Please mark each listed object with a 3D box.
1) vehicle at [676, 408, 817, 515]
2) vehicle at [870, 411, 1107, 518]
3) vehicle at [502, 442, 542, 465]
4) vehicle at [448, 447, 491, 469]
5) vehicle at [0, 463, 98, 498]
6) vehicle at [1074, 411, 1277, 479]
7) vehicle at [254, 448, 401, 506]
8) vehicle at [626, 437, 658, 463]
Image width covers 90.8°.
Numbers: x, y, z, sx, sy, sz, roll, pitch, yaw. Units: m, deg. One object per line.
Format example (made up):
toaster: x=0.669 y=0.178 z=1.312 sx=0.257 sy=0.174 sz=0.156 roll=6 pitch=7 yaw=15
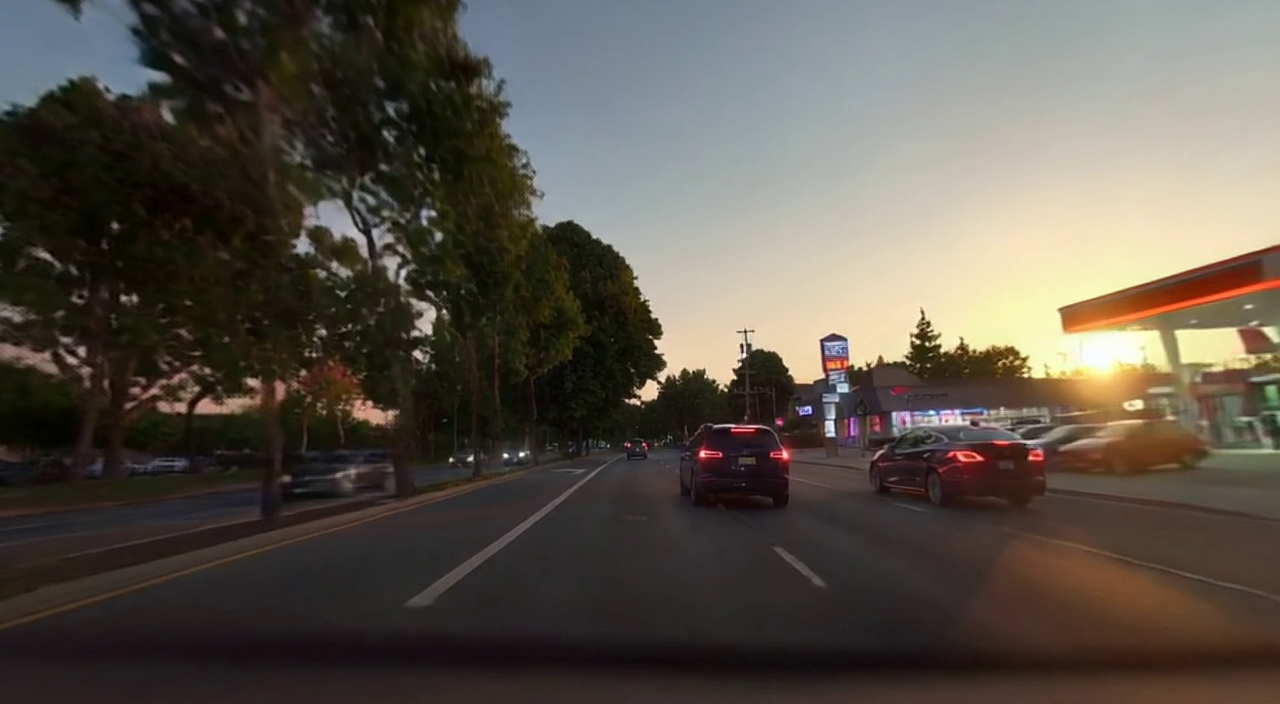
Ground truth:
vehicle: x=2.086 y=2.337 z=13.969 sx=2.038 sy=1.917 sz=4.900 roll=0 pitch=-8 yaw=-3
vehicle: x=6.660 y=2.210 z=12.884 sx=2.025 sy=1.765 sz=4.729 roll=0 pitch=-8 yaw=-1
vehicle: x=-8.988 y=7.745 z=48.447 sx=2.044 sy=1.695 sz=4.503 roll=0 pitch=-8 yaw=2
vehicle: x=-12.348 y=7.675 z=46.013 sx=1.868 sy=1.496 sz=4.390 roll=0 pitch=-8 yaw=0
vehicle: x=-29.053 y=6.131 z=30.236 sx=4.435 sy=1.507 sz=1.926 roll=0 pitch=-8 yaw=1
vehicle: x=17.591 y=3.126 z=21.253 sx=2.125 sy=1.875 sz=5.224 roll=-3 pitch=-8 yaw=-1
vehicle: x=-9.085 y=3.630 z=18.930 sx=1.978 sy=1.470 sz=4.711 roll=0 pitch=-8 yaw=0
vehicle: x=0.111 y=6.837 z=44.255 sx=2.101 sy=1.707 sz=3.904 roll=0 pitch=-8 yaw=-1
